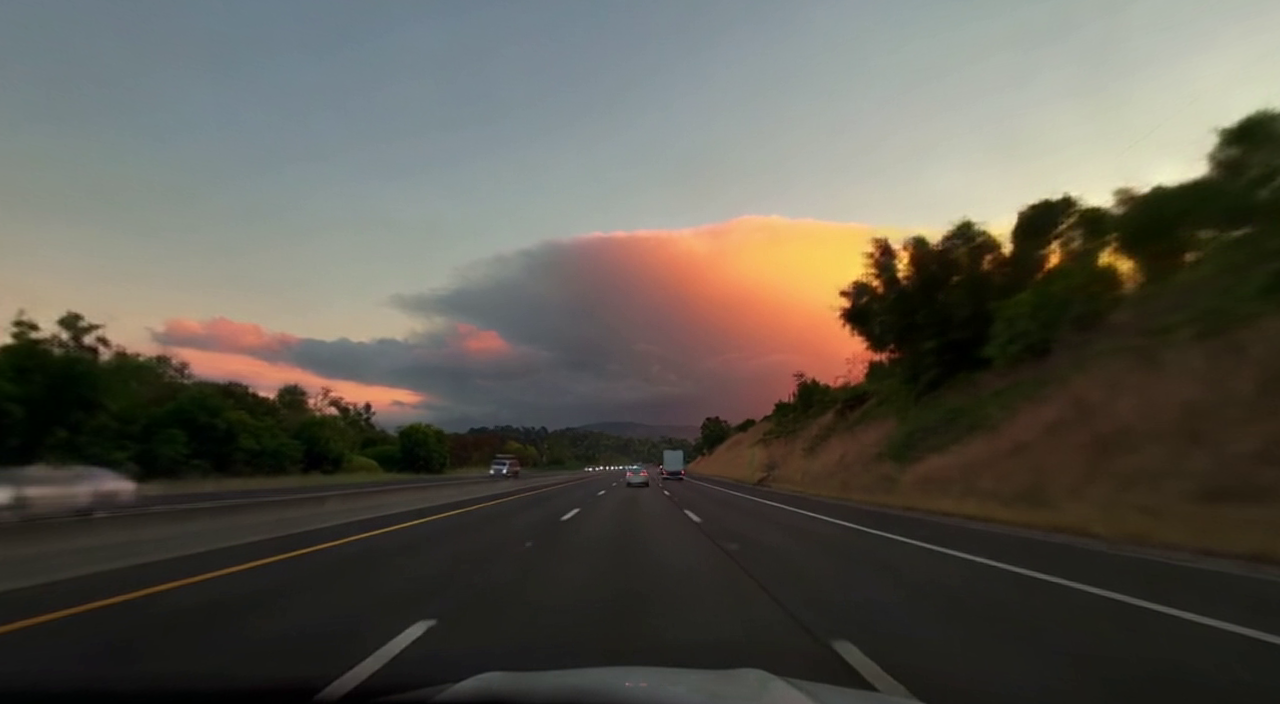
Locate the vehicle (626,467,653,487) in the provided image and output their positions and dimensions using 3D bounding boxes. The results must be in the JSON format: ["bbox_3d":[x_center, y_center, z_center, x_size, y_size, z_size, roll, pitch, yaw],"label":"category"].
[{"bbox_3d":[-0.059,9.696,49.009,2.015,1.478,3.920,1,-10,-1],"label":"vehicle"}]
